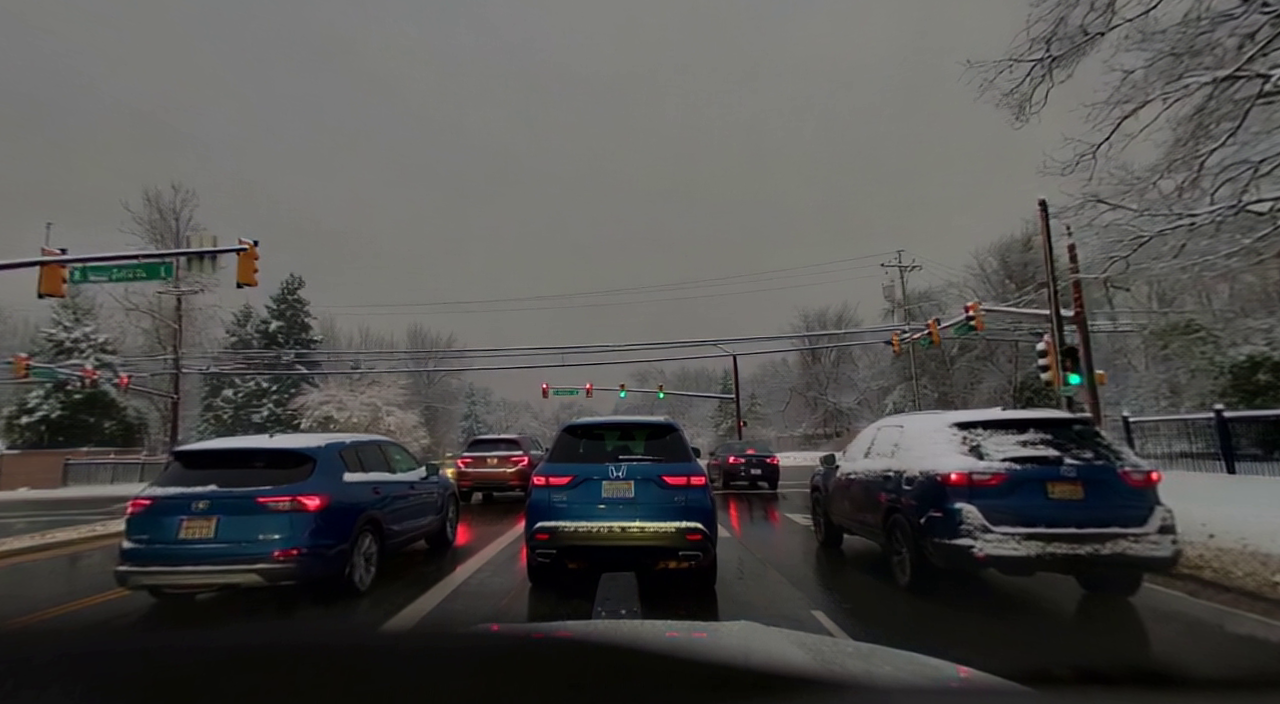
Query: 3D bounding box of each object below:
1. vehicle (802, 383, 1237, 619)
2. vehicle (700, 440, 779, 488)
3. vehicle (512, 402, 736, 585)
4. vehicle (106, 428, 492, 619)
[{"bbox_3d":[3.501,1.481,7.185,1.999,1.789,4.583,0,-9,-1],"label":"vehicle"},{"bbox_3d":[3.345,3.871,22.159,1.949,1.479,4.489,0,-9,-1],"label":"vehicle"},{"bbox_3d":[-0.123,1.652,8.097,2.111,1.712,4.078,0,-9,1],"label":"vehicle"},{"bbox_3d":[-3.190,1.675,7.214,1.881,1.466,4.484,0,-9,0],"label":"vehicle"}]
